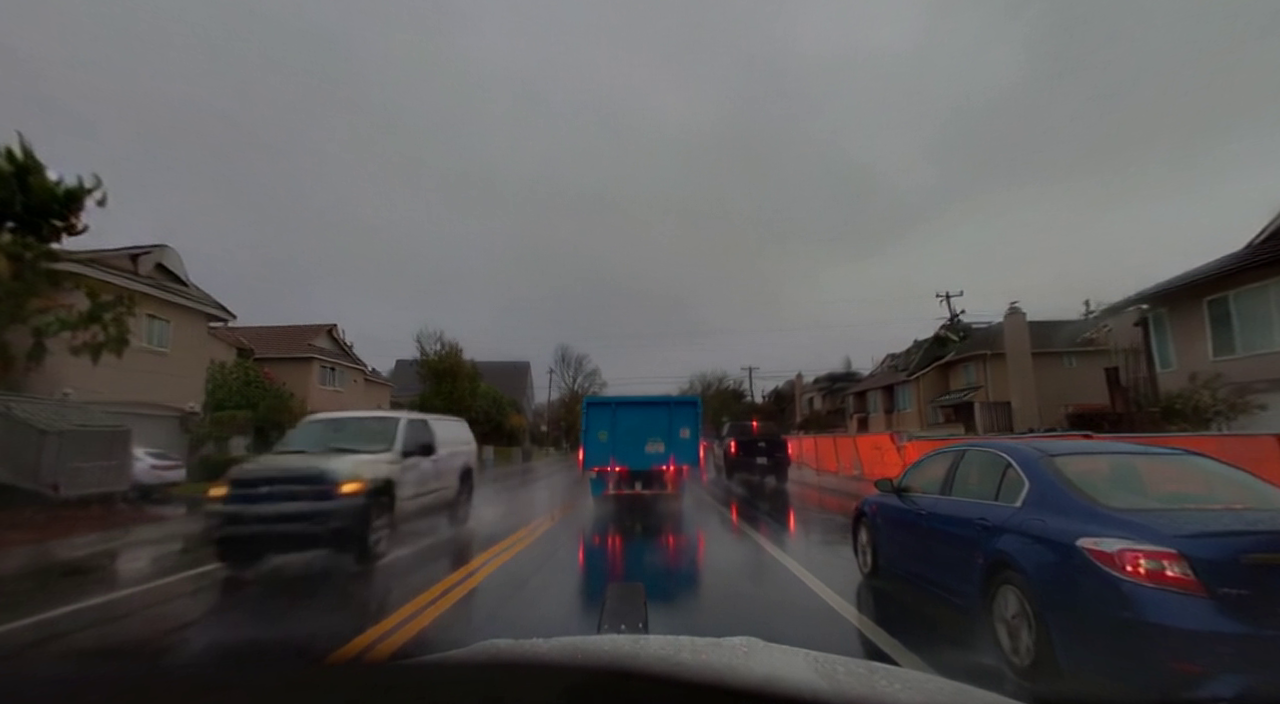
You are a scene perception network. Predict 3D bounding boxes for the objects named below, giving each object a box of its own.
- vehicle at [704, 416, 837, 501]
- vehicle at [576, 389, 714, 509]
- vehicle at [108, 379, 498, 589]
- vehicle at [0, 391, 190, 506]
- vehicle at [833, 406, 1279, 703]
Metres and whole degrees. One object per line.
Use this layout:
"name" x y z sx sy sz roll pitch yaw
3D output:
"vehicle" 3.357 2.920 17.657 2.486 1.993 5.667 0 -8 0
"vehicle" 0.147 2.404 15.816 2.751 2.361 6.347 1 -9 1
"vehicle" -3.897 1.684 8.982 2.306 2.005 5.773 0 -8 1
"vehicle" -13.448 2.160 14.162 2.475 2.157 5.567 0 -8 -1
"vehicle" 3.147 1.286 4.700 2.010 1.499 4.481 0 -8 0
